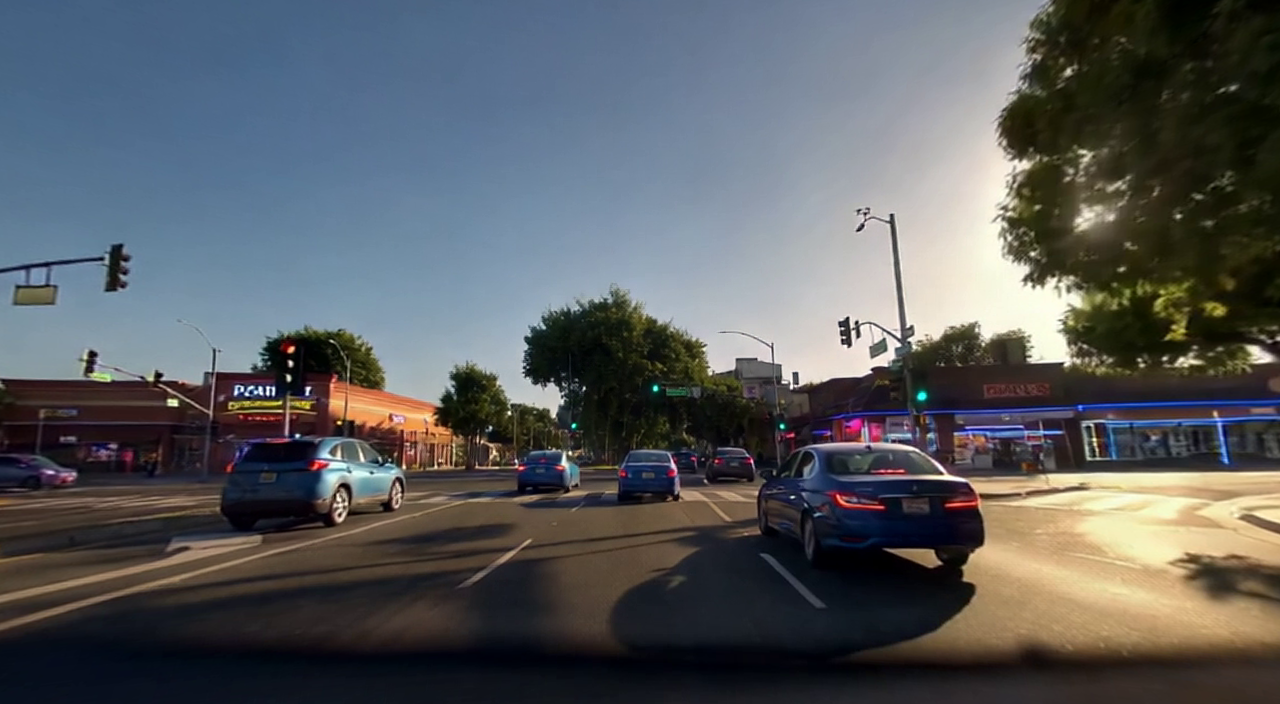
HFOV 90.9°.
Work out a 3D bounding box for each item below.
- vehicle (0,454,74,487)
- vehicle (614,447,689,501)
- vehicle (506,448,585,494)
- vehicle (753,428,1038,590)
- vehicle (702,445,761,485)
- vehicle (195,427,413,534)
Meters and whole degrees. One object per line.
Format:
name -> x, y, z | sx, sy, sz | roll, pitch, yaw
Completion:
vehicle -> -30.249, 5.678, 30.217 | 4.315, 1.485, 1.822 | 0, -8, -2
vehicle -> 0.355, 3.673, 19.490 | 2.070, 1.460, 4.118 | 0, -8, 1
vehicle -> -3.322, 4.277, 23.050 | 2.040, 1.471, 4.211 | -1, -8, 3
vehicle -> 2.785, 1.796, 8.087 | 1.946, 1.513, 4.133 | 0, -8, 1
vehicle -> 3.839, 4.783, 27.050 | 1.931, 1.552, 4.125 | 0, -8, 0
vehicle -> -6.580, 2.536, 13.081 | 2.058, 1.804, 4.391 | 0, -8, 0
